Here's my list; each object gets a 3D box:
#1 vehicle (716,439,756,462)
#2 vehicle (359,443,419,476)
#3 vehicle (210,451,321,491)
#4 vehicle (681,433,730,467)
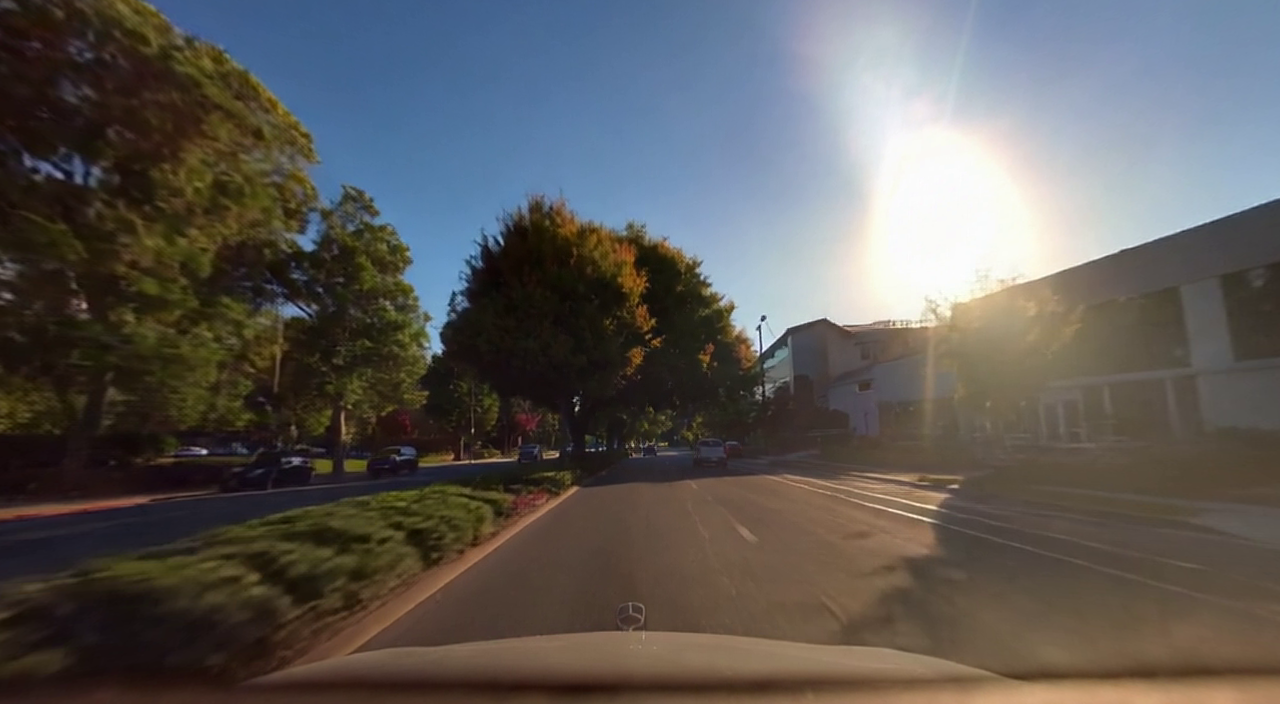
[{"bbox_3d":[6.594,6.835,43.806,2.100,1.491,4.563,0,-8,0],"label":"vehicle"},{"bbox_3d":[-16.426,7.012,41.559,2.070,1.892,4.708,-2,-8,0],"label":"vehicle"},{"bbox_3d":[-16.499,5.231,28.102,2.009,1.540,4.849,0,-8,0],"label":"vehicle"},{"bbox_3d":[3.526,5.371,34.693,2.143,1.759,4.378,0,-8,-1],"label":"vehicle"}]
